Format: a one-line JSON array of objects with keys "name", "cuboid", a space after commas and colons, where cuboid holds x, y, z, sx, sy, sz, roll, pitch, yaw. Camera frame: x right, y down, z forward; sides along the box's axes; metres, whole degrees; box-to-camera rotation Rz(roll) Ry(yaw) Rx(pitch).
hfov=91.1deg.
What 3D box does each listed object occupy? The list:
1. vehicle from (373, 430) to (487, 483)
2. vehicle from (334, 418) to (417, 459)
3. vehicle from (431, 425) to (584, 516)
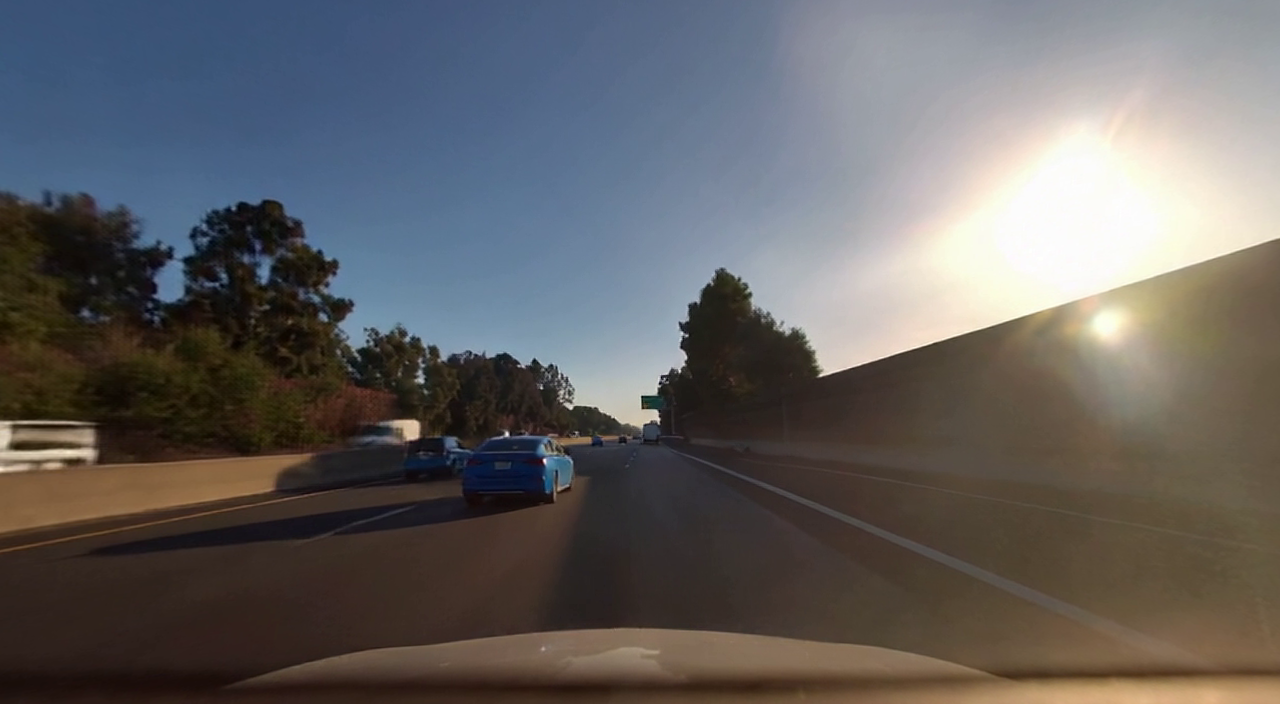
[{"name": "vehicle", "cuboid": [-6.503, 3.274, 20.062, 2.084, 1.494, 4.404, 0, -8, 1]}, {"name": "vehicle", "cuboid": [-16.025, 5.314, 38.581, 2.313, 2.318, 6.262, 0, -8, 1]}, {"name": "vehicle", "cuboid": [-2.383, 2.230, 12.423, 2.079, 1.500, 3.881, 0, -8, 2]}]
